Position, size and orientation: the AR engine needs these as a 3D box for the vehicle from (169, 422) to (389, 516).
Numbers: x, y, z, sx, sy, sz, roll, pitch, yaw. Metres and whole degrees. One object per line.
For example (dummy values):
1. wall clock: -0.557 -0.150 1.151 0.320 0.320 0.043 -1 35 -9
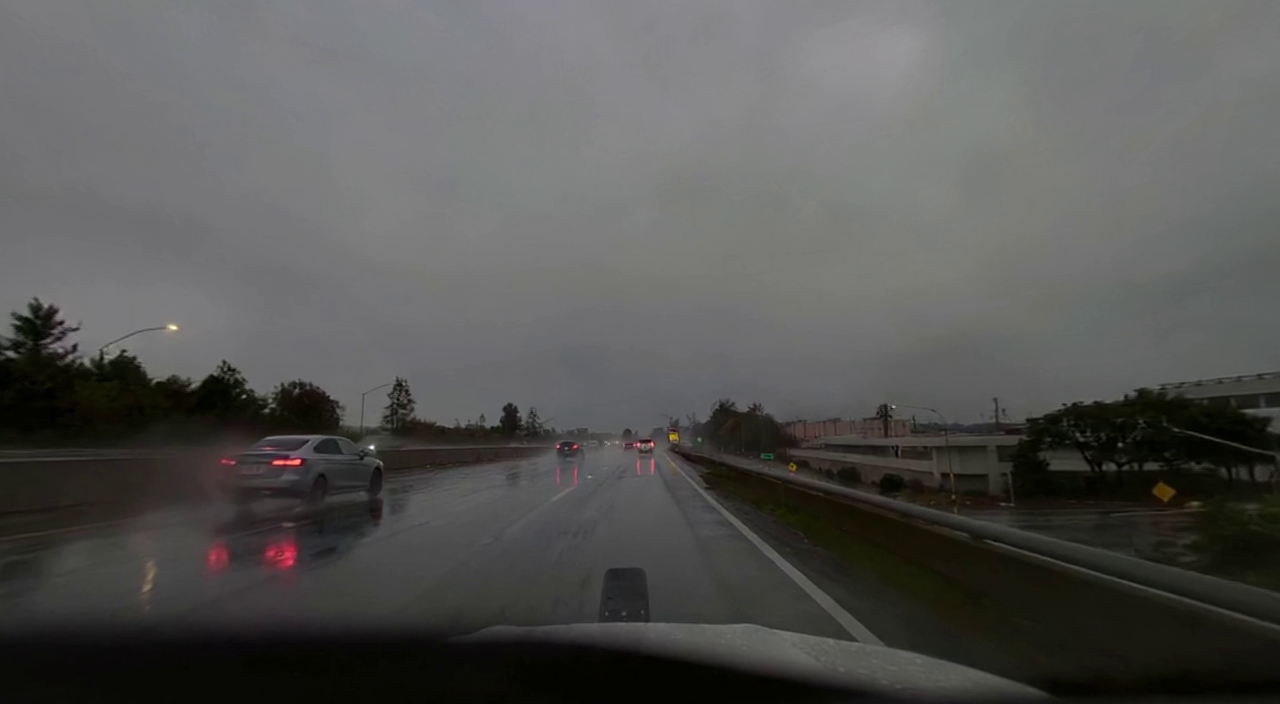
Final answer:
1. vehicle: -7.379 2.425 13.587 2.088 1.678 4.426 0 -8 0
